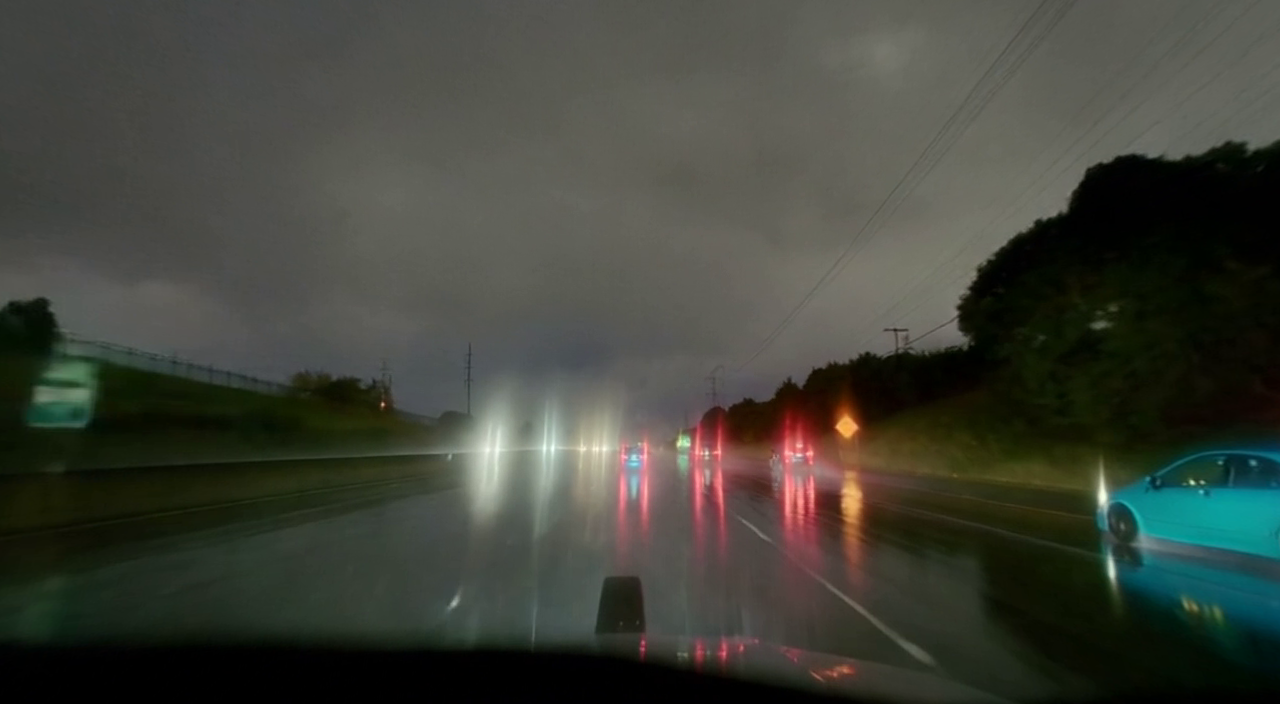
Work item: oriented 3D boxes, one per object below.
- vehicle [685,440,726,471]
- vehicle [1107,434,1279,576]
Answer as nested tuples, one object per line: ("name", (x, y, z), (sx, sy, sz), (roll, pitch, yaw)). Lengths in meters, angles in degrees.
("vehicle", (4.007, 6.450, 39.327), (2.159, 1.782, 4.673), (0, -8, 2))
("vehicle", (8.032, 1.708, 7.022), (1.970, 1.545, 4.818), (1, -8, 0))
